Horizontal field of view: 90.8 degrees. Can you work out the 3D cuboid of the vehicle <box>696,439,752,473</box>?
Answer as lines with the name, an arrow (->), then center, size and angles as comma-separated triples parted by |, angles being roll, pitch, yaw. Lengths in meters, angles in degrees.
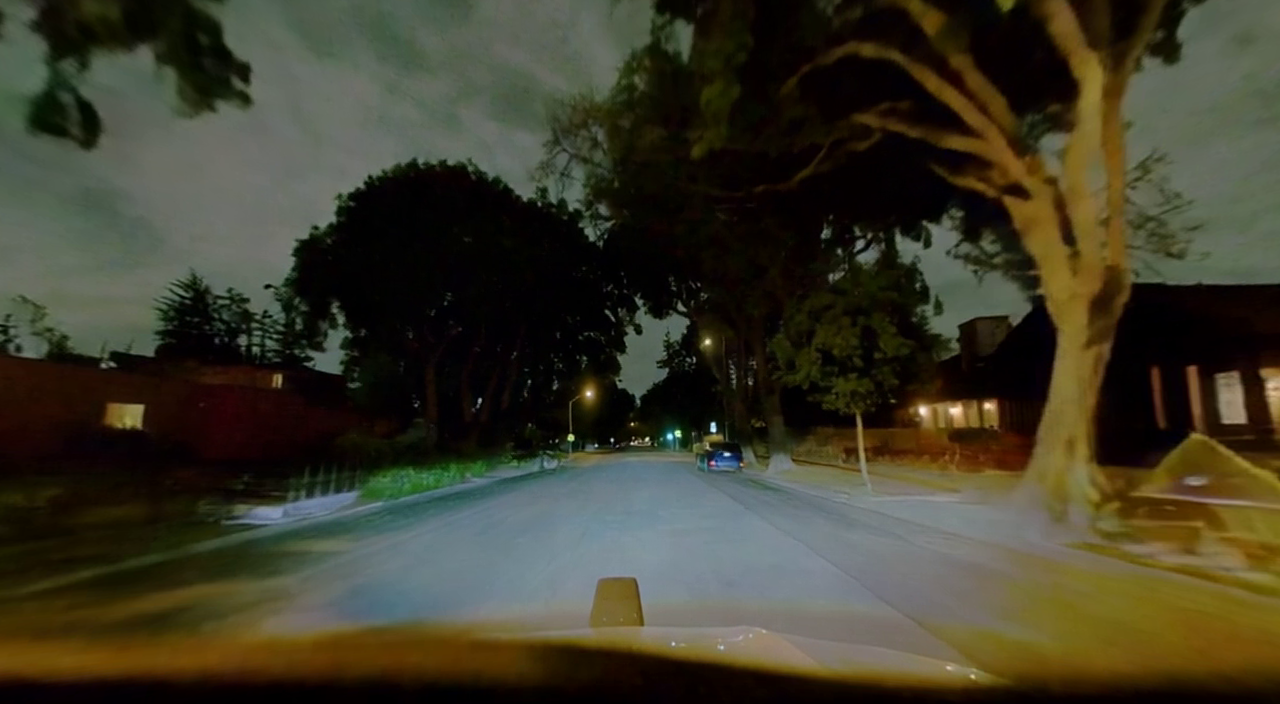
vehicle -> 3.941, 4.957, 30.365 | 2.013, 1.473, 4.329 | 0, -8, -1
